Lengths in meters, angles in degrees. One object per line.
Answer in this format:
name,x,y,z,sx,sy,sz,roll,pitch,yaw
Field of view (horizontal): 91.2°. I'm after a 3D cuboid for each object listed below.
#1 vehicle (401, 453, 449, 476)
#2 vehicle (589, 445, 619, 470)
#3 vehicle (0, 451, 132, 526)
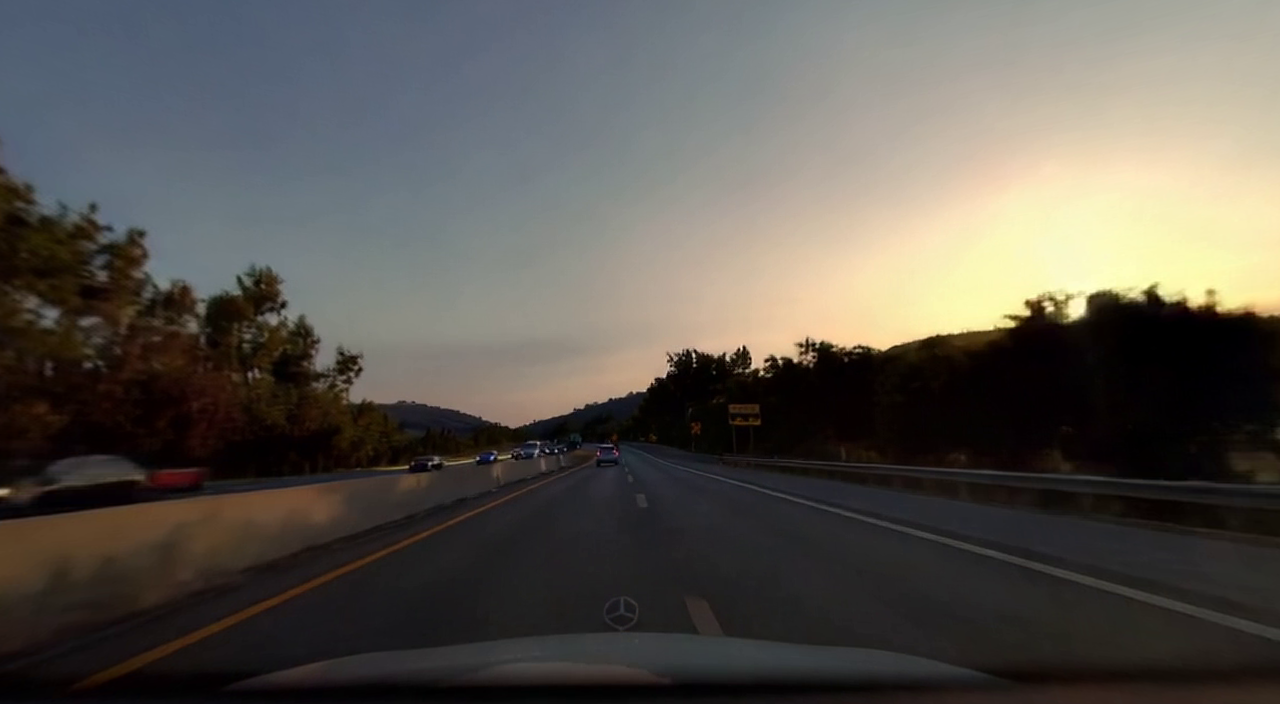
vehicle,-15.202,7.992,44.550,1.849,1.497,4.415,0,-9,-1
vehicle,-2.633,7.827,46.644,2.098,1.692,4.038,0,-9,-2
vehicle,-15.019,3.190,14.945,1.961,1.621,4.588,0,-9,-1
